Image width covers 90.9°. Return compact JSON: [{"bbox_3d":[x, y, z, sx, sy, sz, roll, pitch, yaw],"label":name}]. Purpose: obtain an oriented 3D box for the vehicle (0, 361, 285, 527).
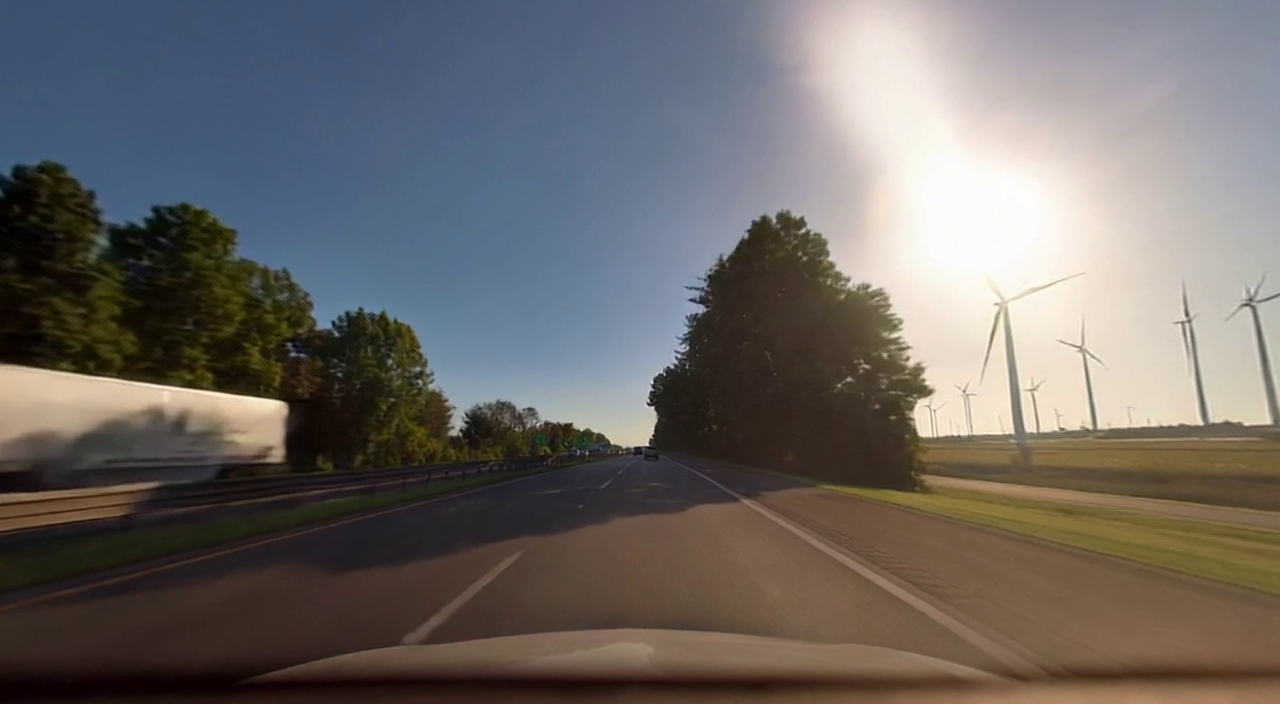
[{"bbox_3d":[-16.179,2.797,18.794,3.075,3.796,13.505,0,-9,1],"label":"vehicle"}]
